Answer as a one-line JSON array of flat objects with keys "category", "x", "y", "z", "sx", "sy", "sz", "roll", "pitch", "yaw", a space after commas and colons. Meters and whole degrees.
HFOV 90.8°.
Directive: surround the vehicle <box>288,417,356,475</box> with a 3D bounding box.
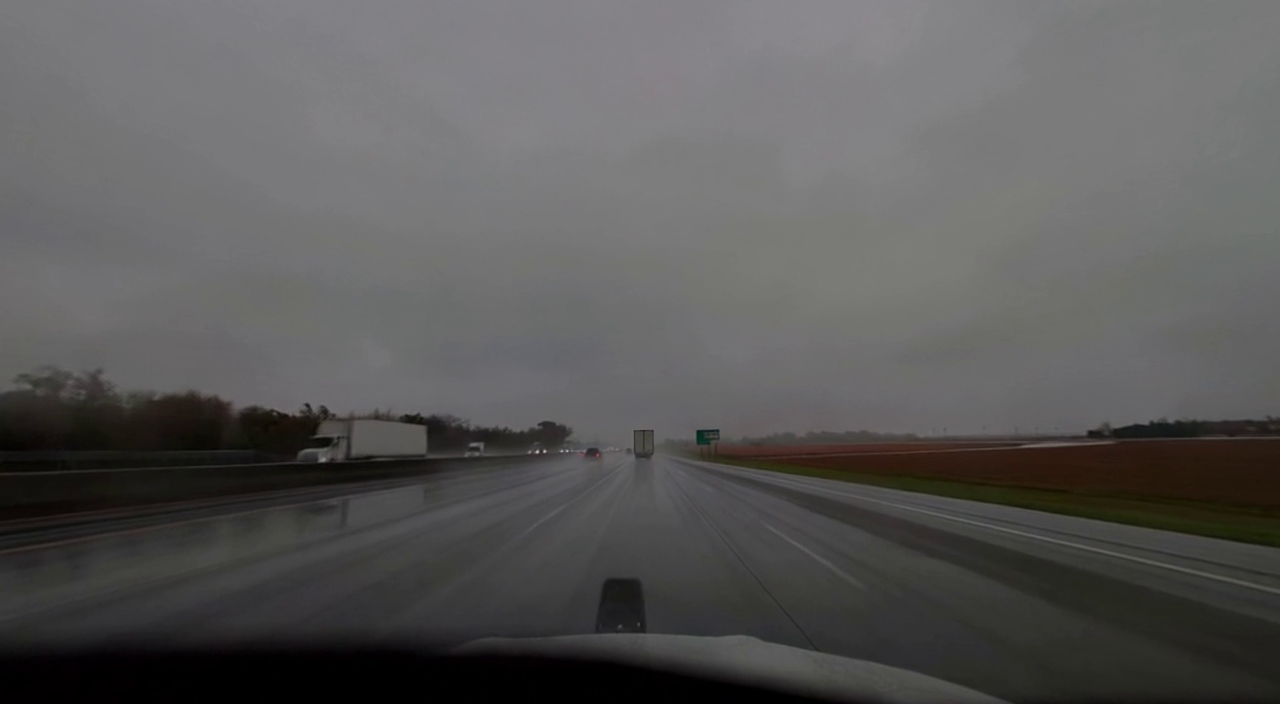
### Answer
[{"category": "vehicle", "x": -22.701, "y": 6.759, "z": 45.210, "sx": 3.257, "sy": 3.998, "sz": 2.595, "roll": 0, "pitch": -9, "yaw": 0}]
